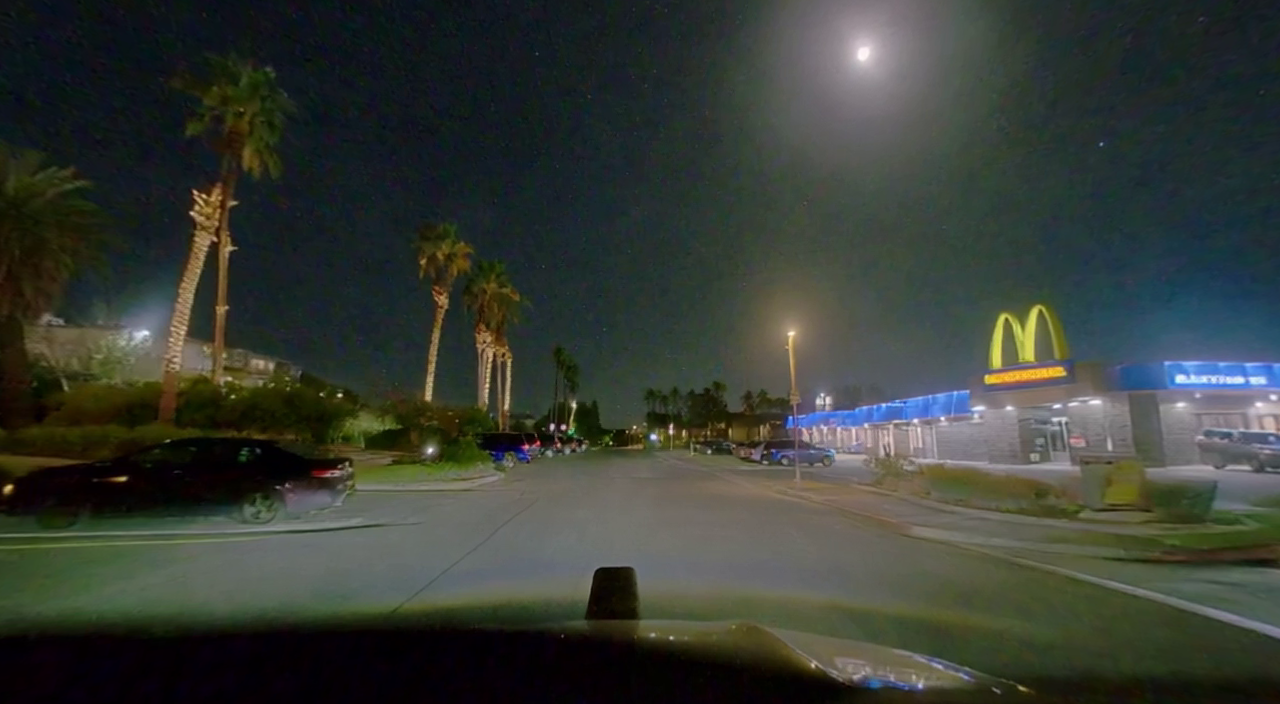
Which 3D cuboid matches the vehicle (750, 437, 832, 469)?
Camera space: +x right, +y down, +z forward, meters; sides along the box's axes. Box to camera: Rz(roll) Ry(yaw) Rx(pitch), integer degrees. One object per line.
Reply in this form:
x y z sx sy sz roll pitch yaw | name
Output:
9.004 6.000 37.559 4.509 1.759 2.077 5 -10 -31 | vehicle

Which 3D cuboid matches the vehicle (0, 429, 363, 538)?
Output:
-7.620 2.170 10.989 4.838 1.521 2.105 5 -10 -30 | vehicle

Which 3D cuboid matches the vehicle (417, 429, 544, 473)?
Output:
-7.334 4.571 29.302 5.210 1.834 2.281 5 -10 -30 | vehicle
